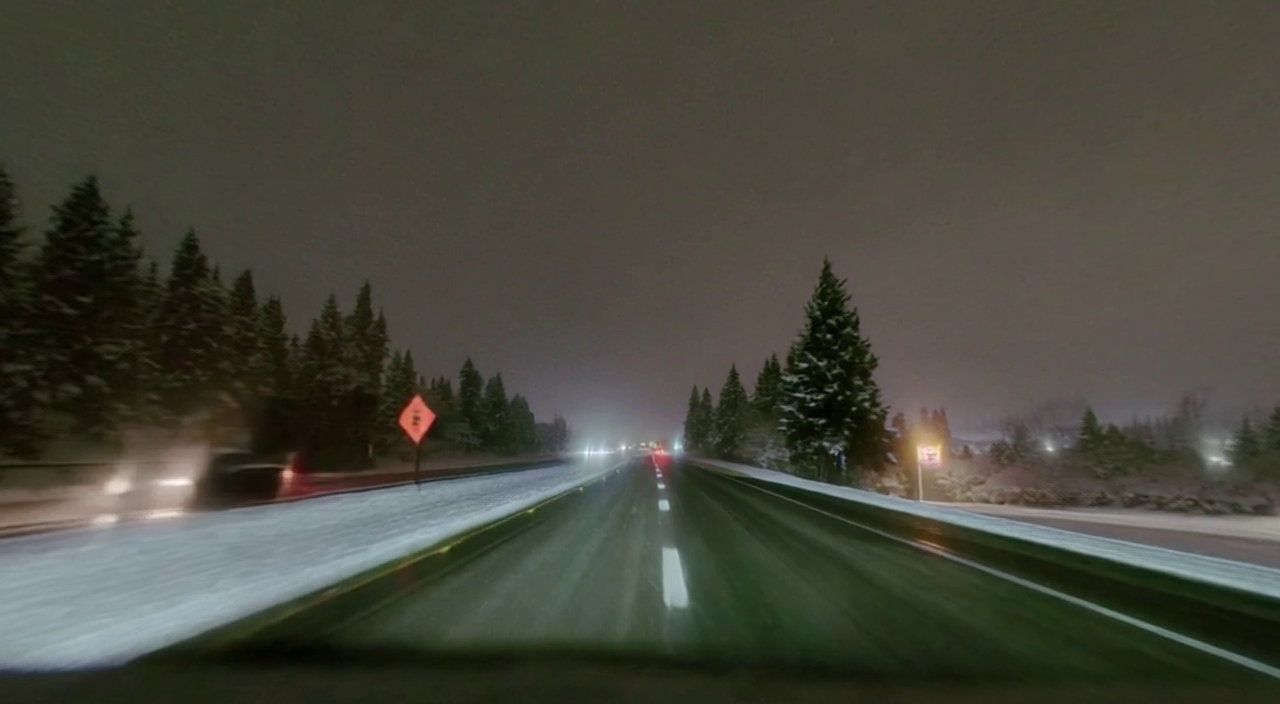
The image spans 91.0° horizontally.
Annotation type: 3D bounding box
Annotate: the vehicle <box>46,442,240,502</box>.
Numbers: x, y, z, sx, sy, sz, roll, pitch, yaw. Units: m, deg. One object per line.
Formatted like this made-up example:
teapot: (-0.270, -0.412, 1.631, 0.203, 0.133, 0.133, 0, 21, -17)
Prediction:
vehicle: (-15.295, 3.702, 19.840, 2.035, 1.623, 4.812, 0, -9, 2)
